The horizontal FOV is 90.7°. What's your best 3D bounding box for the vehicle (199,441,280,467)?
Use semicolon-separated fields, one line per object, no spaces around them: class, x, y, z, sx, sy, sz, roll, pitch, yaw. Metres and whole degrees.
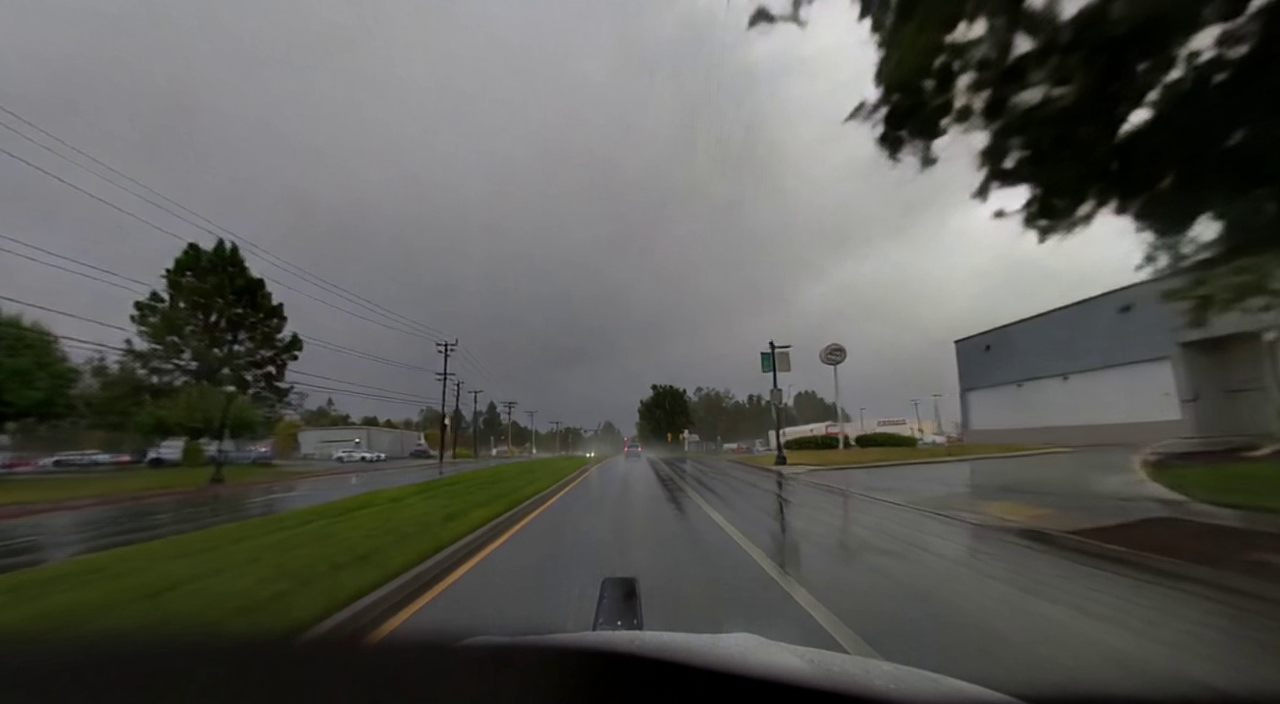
vehicle;-23.615;6.017;37.547;1.815;1.460;4.642;0;-8;0
